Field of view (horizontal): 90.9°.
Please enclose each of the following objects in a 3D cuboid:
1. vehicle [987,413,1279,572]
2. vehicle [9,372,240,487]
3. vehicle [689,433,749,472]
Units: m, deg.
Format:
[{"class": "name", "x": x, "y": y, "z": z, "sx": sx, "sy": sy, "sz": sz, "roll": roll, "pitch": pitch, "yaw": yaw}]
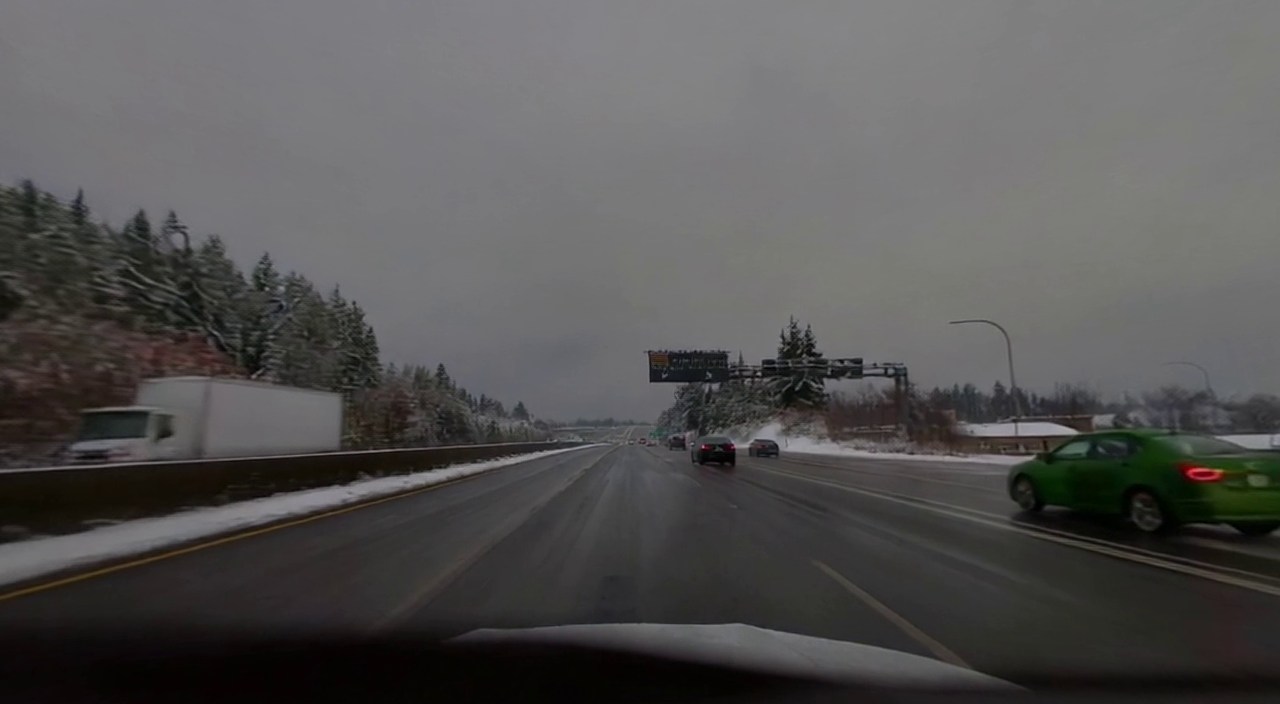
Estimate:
[{"class": "vehicle", "x": 7.113, "y": 1.667, "z": 8.449, "sx": 2.003, "sy": 1.522, "sz": 4.940, "roll": 0, "pitch": -8, "yaw": -2}, {"class": "vehicle", "x": -19.636, "y": 3.062, "z": 24.881, "sx": 2.810, "sy": 3.830, "sz": 7.462, "roll": 0, "pitch": -8, "yaw": -2}, {"class": "vehicle", "x": 3.162, "y": 4.099, "z": 25.955, "sx": 1.819, "sy": 1.468, "sz": 3.770, "roll": 0, "pitch": -8, "yaw": -2}]
